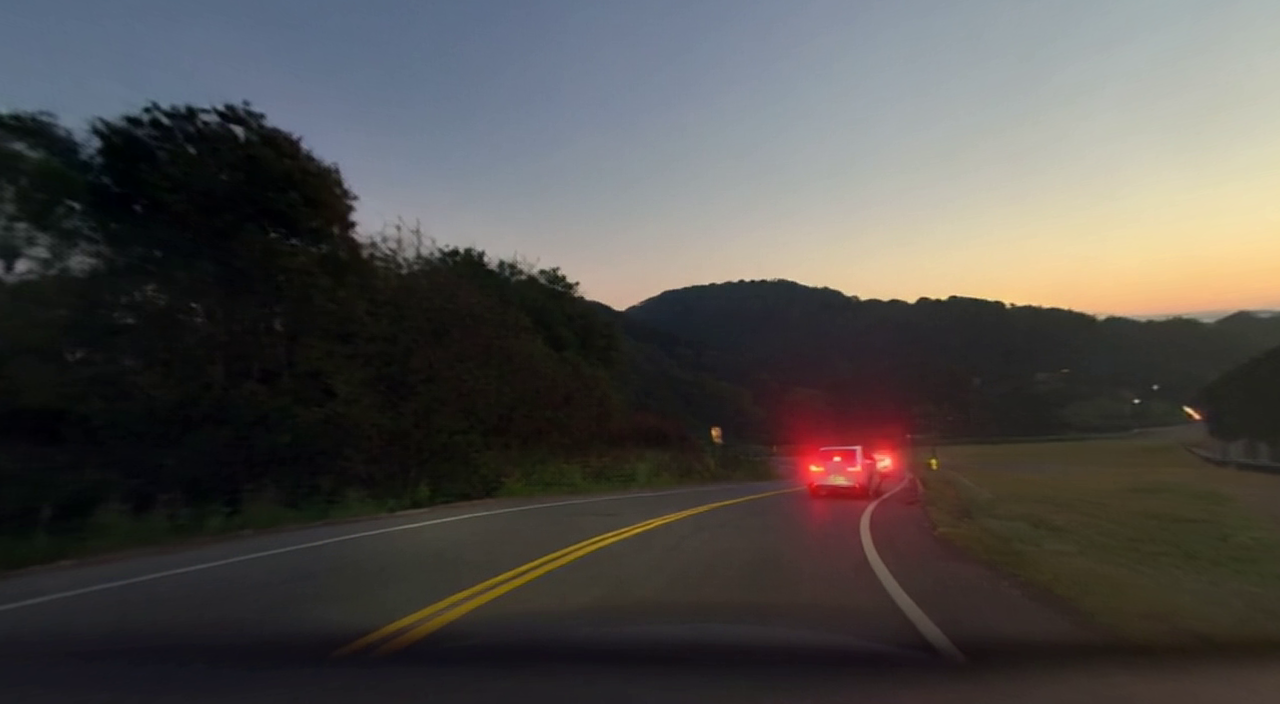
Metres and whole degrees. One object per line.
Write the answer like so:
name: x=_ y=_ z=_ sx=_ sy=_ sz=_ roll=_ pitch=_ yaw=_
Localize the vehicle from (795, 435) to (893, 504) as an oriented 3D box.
vehicle: x=7.092 y=3.860 z=21.396 sx=2.500 sy=1.961 sz=5.637 roll=-4 pitch=-9 yaw=24
